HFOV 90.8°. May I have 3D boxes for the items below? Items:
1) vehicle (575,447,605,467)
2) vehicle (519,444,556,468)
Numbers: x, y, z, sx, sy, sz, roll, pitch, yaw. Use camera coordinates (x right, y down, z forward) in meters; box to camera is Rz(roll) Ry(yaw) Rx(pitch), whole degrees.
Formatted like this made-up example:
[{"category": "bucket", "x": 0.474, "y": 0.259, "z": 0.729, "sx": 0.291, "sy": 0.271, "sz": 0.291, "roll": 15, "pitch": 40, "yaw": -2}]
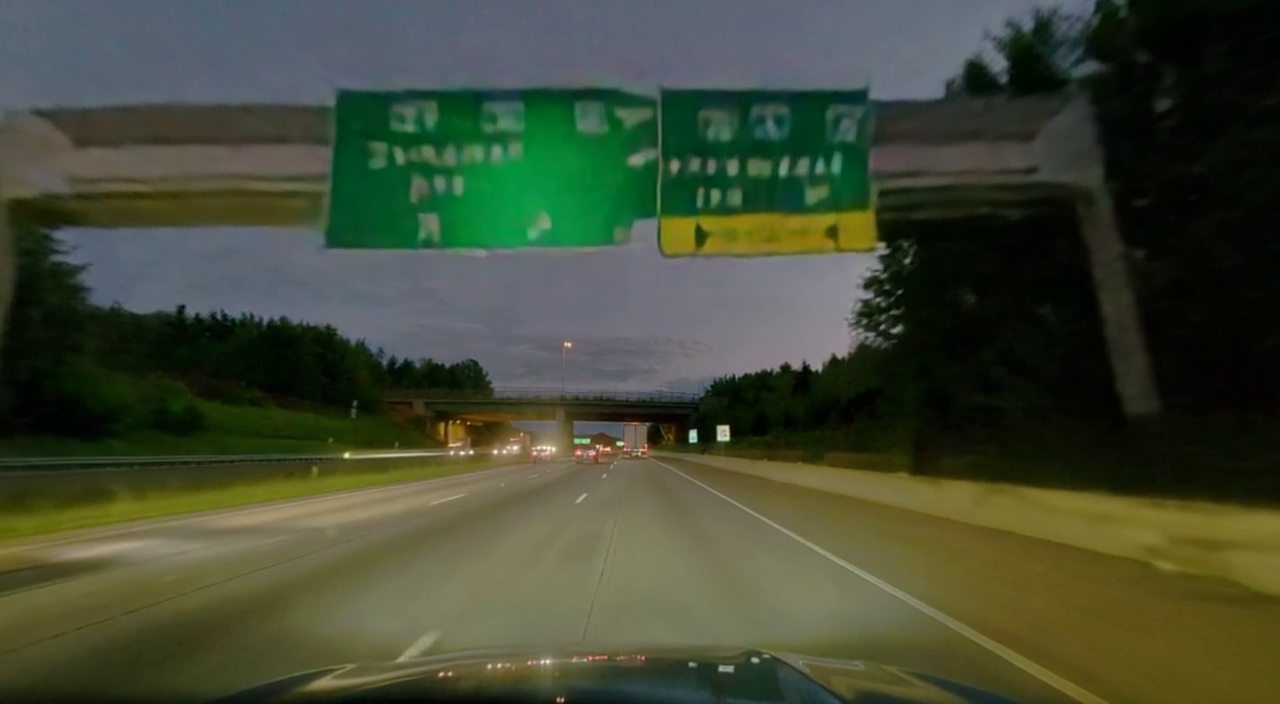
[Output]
[{"category": "vehicle", "x": -3.889, "y": 8.272, "z": 49.811, "sx": 2.073, "sy": 1.472, "sz": 4.091, "roll": 0, "pitch": -9, "yaw": -1}, {"category": "vehicle", "x": -7.456, "y": 7.619, "z": 46.314, "sx": 2.014, "sy": 1.633, "sz": 4.090, "roll": 0, "pitch": -9, "yaw": -1}]
